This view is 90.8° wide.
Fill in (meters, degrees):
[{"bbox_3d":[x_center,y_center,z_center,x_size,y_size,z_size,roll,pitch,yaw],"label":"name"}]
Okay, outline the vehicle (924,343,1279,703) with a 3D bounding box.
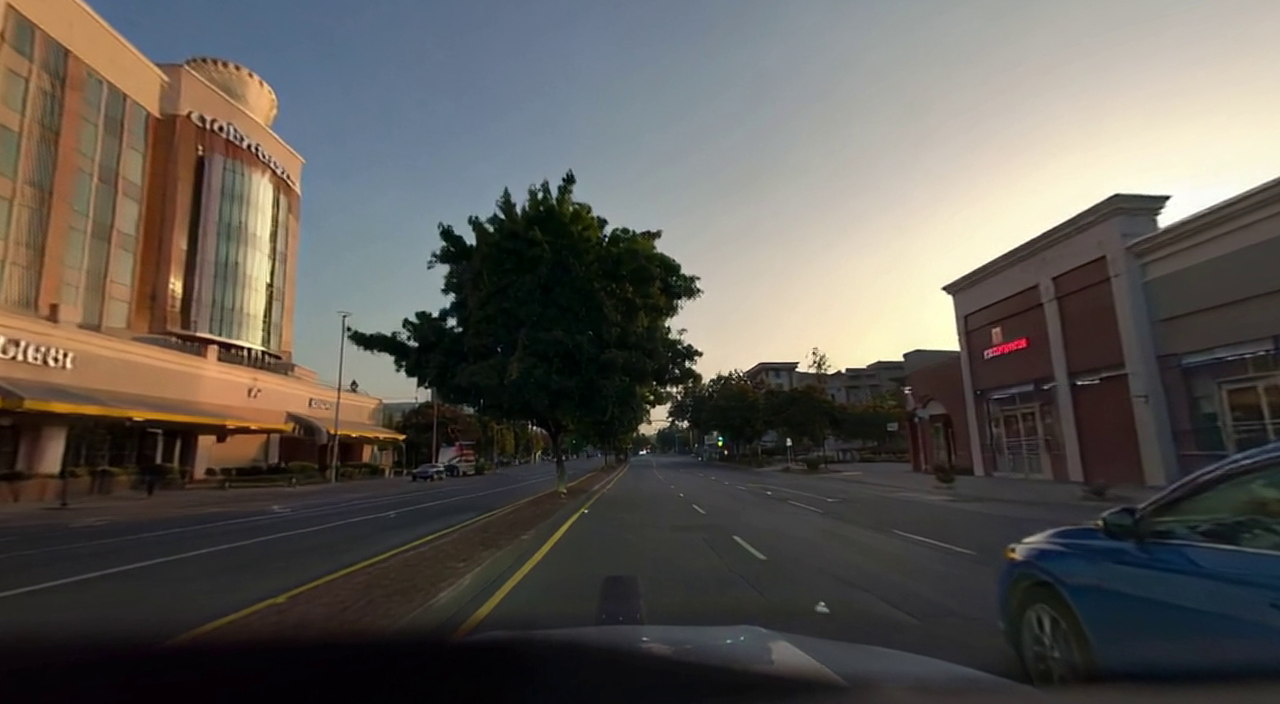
[{"bbox_3d":[2.956,0.761,1.664,2.015,1.641,4.995,0,-9,-1],"label":"vehicle"}]
